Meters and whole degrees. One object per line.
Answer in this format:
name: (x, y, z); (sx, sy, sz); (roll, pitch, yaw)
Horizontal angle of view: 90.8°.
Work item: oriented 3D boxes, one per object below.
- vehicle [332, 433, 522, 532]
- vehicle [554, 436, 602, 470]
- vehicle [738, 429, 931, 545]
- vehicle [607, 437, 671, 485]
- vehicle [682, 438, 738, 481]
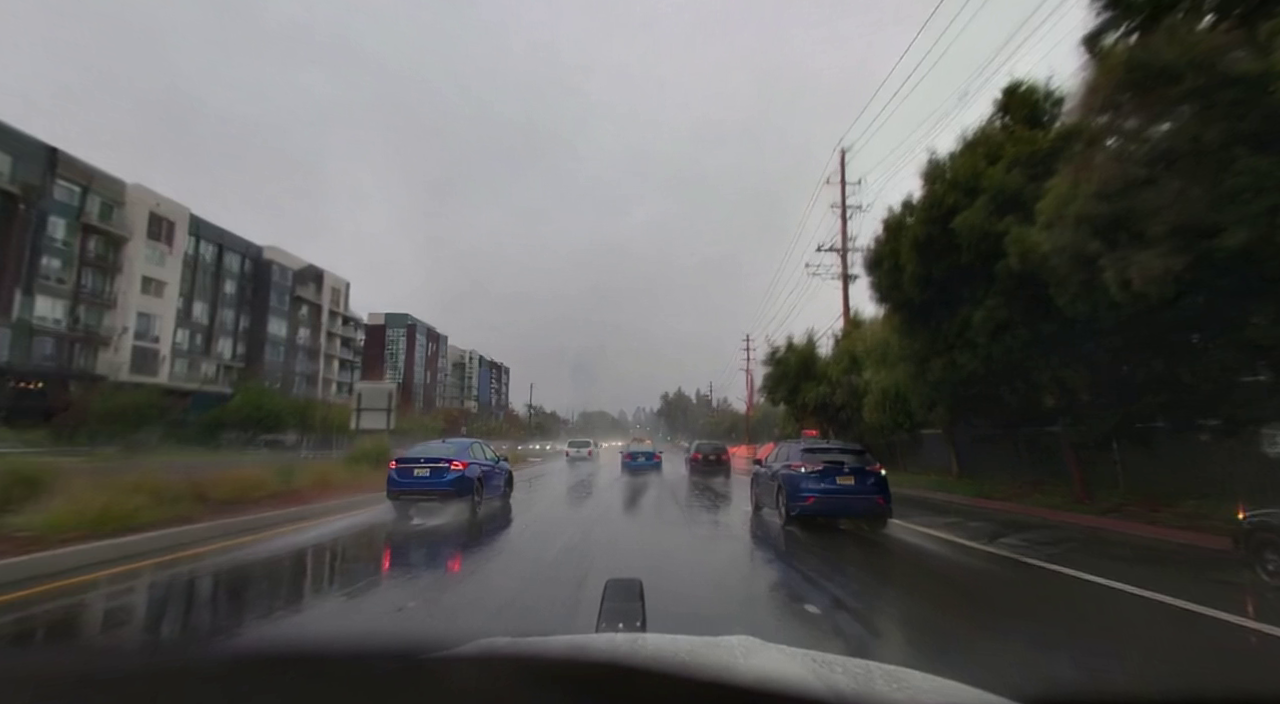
vehicle: (-3.625, 2.282, 11.708); (1.968, 1.473, 4.209); (0, -8, 1)
vehicle: (-3.445, 5.773, 36.201); (2.190, 1.832, 4.417); (0, -8, 1)
vehicle: (3.023, 2.177, 10.846); (1.975, 1.598, 4.025); (0, -8, -1)
vehicle: (-0.020, 4.235, 24.950); (2.291, 1.714, 4.217); (0, -8, 0)
vehicle: (3.143, 4.900, 29.127); (2.029, 1.797, 4.218); (0, -8, -1)
